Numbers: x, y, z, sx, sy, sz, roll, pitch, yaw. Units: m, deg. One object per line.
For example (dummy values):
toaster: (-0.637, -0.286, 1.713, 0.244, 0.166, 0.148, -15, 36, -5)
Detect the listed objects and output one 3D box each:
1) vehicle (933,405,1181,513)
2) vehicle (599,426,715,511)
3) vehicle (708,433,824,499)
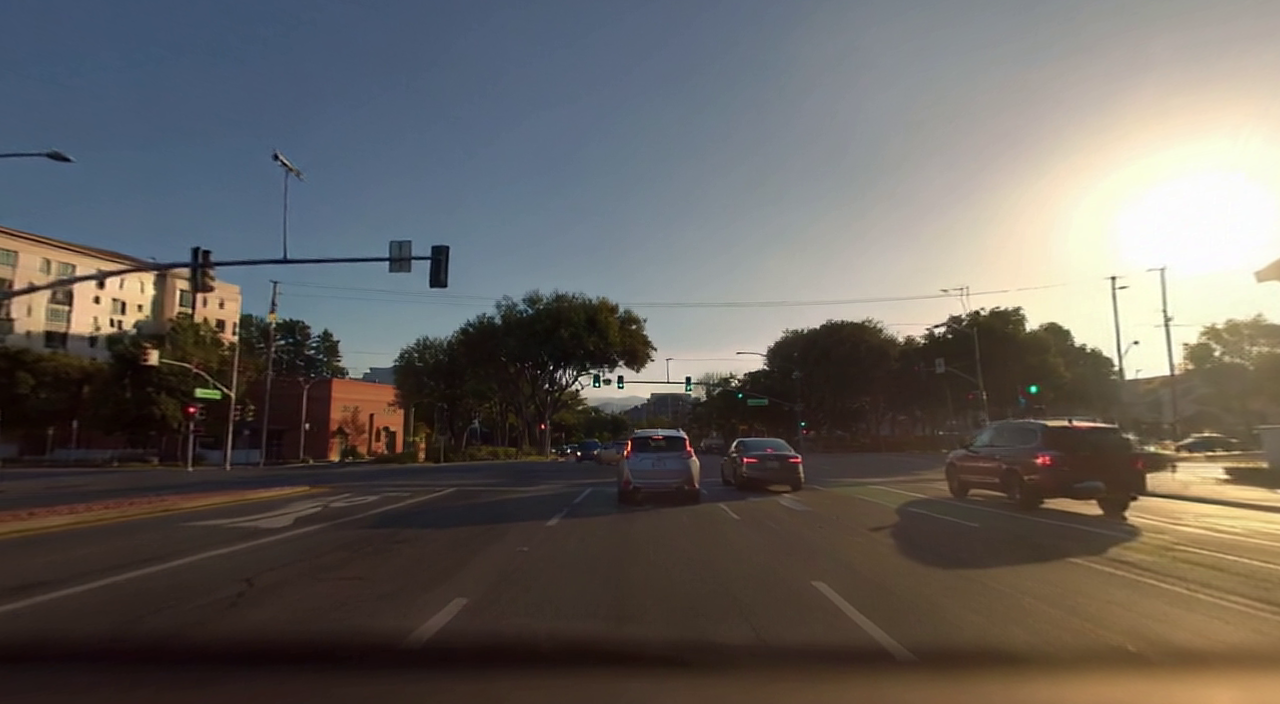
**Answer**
vehicle: (8.510, 2.248, 13.634, 2.132, 1.892, 4.851, 0, -8, 2)
vehicle: (0.286, 2.446, 13.759, 2.099, 1.516, 4.681, 0, -8, -1)
vehicle: (3.007, 2.829, 16.031, 1.994, 1.436, 4.169, 0, -8, -2)
